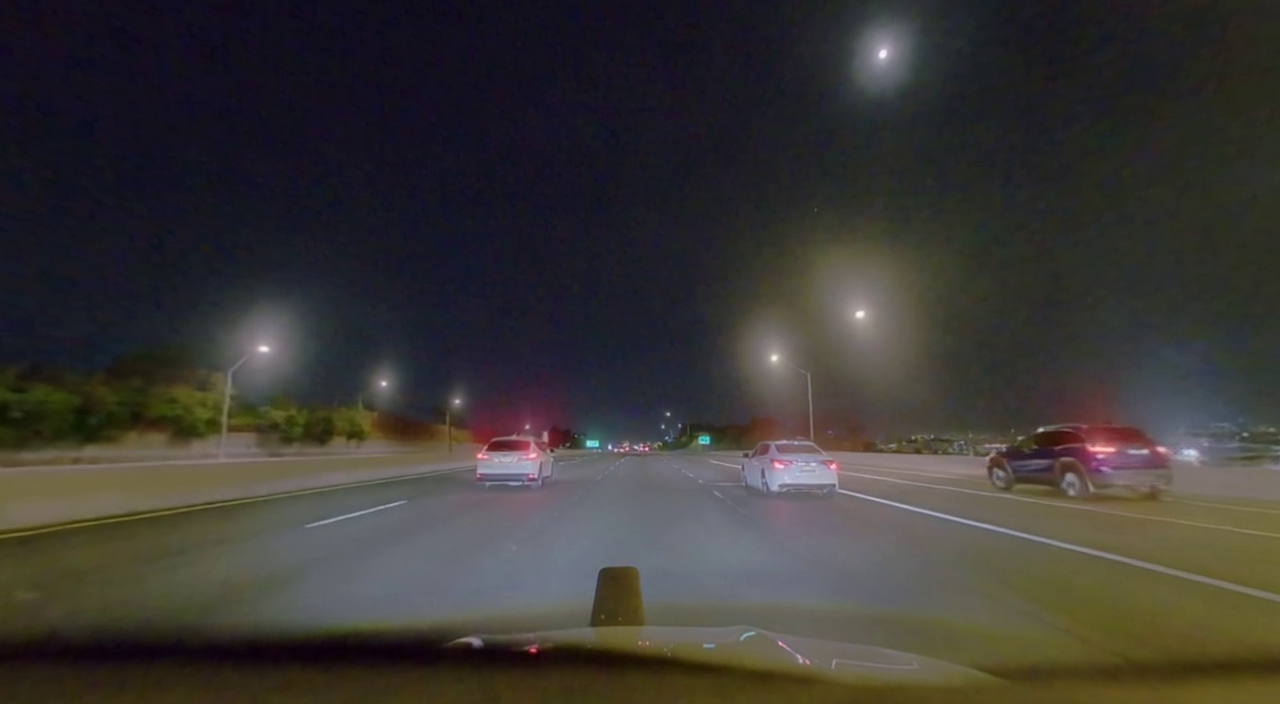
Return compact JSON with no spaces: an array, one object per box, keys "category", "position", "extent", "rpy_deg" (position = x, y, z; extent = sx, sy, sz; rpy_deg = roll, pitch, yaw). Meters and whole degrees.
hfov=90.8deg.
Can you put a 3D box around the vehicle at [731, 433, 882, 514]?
[{"category":"vehicle","position":[3.573,2.721,14.700],"extent":[2.107,1.550,4.949],"rpy_deg":[0,-9,-1]}]

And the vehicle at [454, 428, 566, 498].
[{"category":"vehicle","position":[-3.550,3.131,18.217],"extent":[2.193,1.746,4.512],"rpy_deg":[0,-9,1]}]

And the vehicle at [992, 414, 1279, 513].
[{"category":"vehicle","position":[11.135,2.564,14.966],"extent":[2.223,1.865,5.704],"rpy_deg":[0,-9,-1]}]
